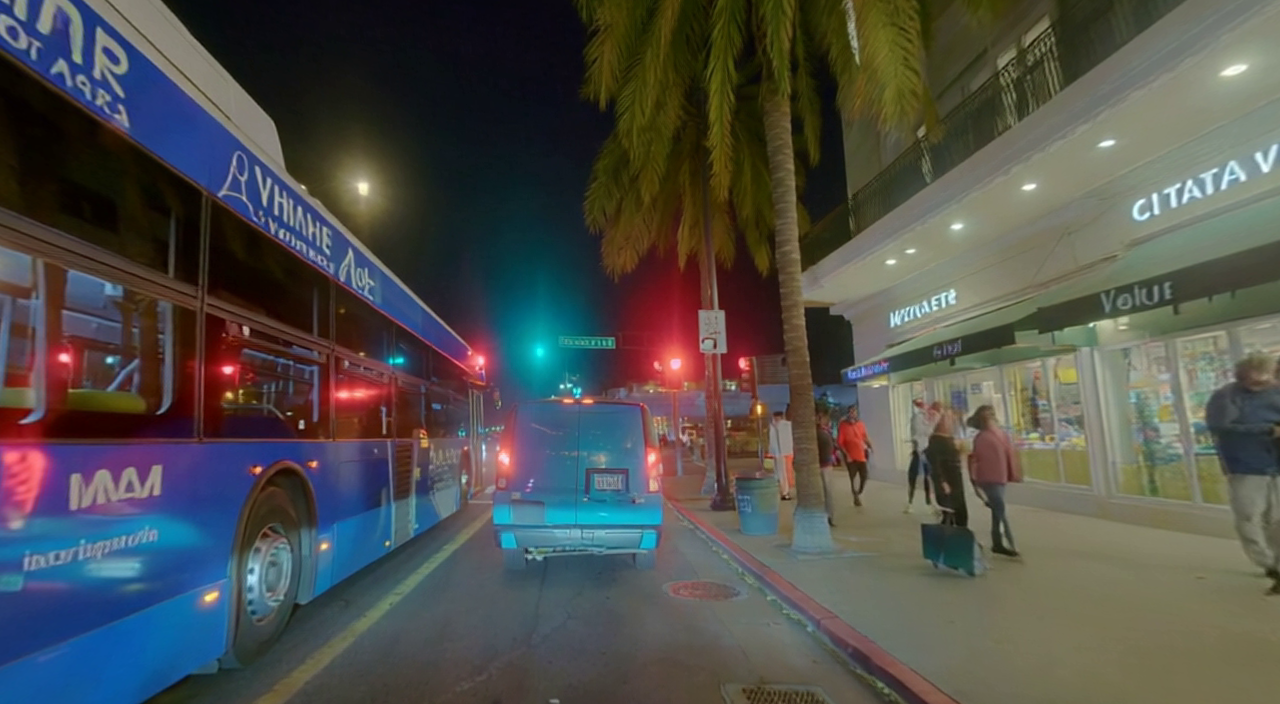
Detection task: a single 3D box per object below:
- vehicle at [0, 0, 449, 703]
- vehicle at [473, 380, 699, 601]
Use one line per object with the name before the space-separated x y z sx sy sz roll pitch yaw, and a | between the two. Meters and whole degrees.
vehicle | -3.810 0.204 3.292 2.863 3.233 11.573 1 -8 -4
vehicle | -0.796 1.525 7.791 2.002 1.907 4.211 1 -9 -9
